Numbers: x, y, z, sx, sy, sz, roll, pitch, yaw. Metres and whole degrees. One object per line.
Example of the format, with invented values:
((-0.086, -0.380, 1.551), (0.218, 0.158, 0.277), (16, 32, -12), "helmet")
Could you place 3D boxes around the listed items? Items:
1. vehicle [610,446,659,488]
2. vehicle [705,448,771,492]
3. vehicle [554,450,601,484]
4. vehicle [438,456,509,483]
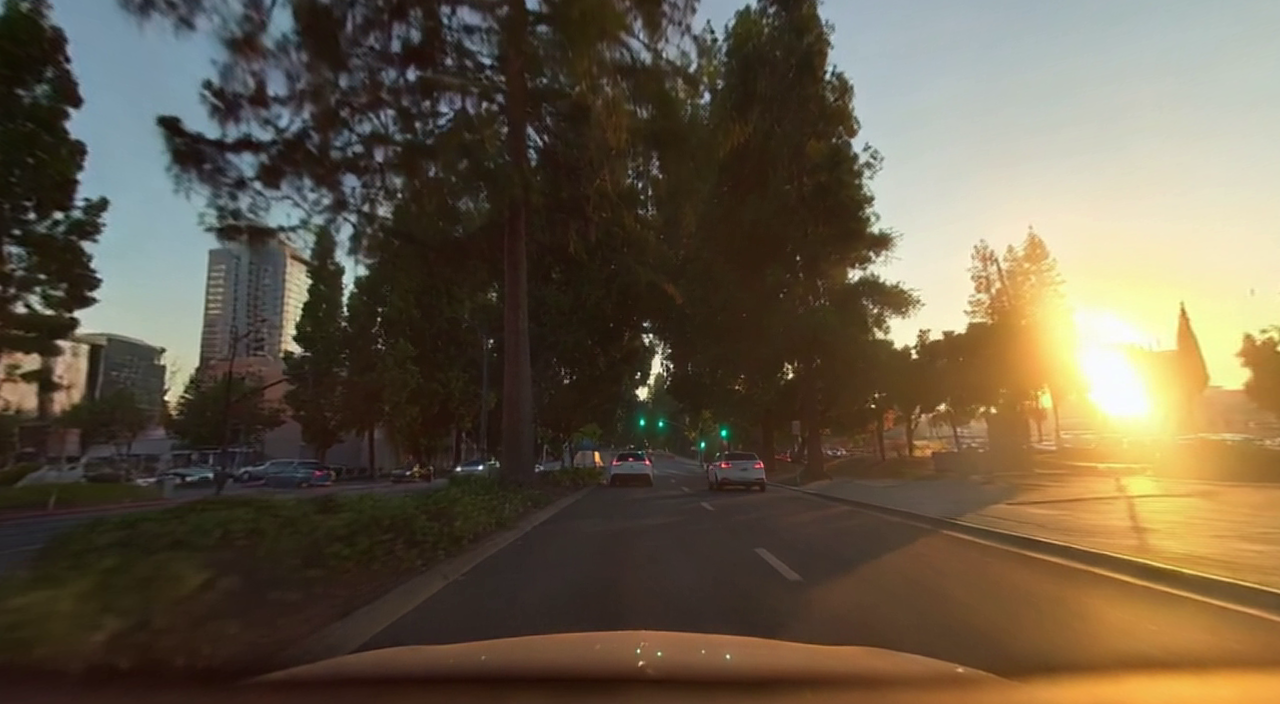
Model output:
((-0.224, 5.054, 28.046), (2.022, 1.700, 4.084), (0, -9, 0), "vehicle")
((3.739, 4.560, 24.709), (1.847, 1.554, 4.052), (0, -9, -1), "vehicle")
((-3.439, 6.396, 35.422), (2.047, 1.710, 4.314), (-1, -9, 2), "vehicle")
((-11.936, 8.388, 45.356), (4.526, 1.832, 1.894), (-2, -9, 12), "vehicle")
